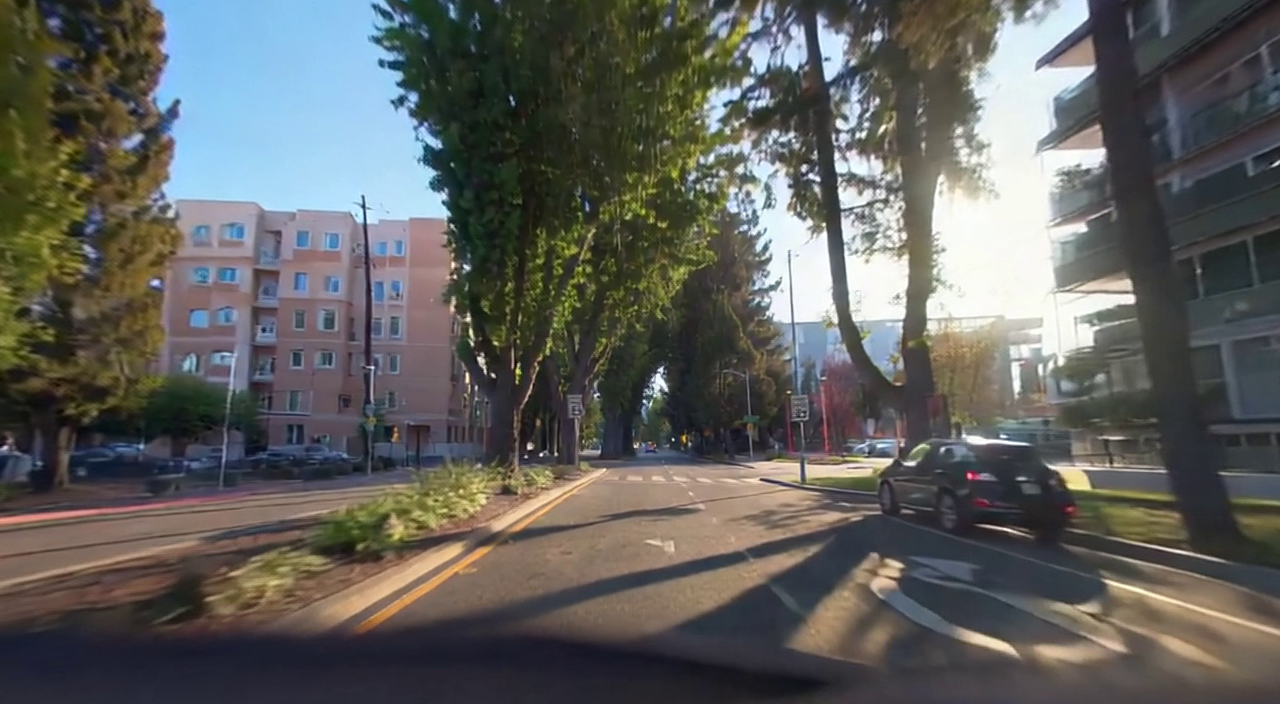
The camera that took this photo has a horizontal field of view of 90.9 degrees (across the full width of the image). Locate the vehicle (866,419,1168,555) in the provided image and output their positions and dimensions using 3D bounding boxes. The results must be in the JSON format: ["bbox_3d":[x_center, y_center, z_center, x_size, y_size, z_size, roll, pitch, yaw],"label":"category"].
[{"bbox_3d":[6.071,2.227,11.242,2.104,1.826,5.301,0,-9,0],"label":"vehicle"}]
